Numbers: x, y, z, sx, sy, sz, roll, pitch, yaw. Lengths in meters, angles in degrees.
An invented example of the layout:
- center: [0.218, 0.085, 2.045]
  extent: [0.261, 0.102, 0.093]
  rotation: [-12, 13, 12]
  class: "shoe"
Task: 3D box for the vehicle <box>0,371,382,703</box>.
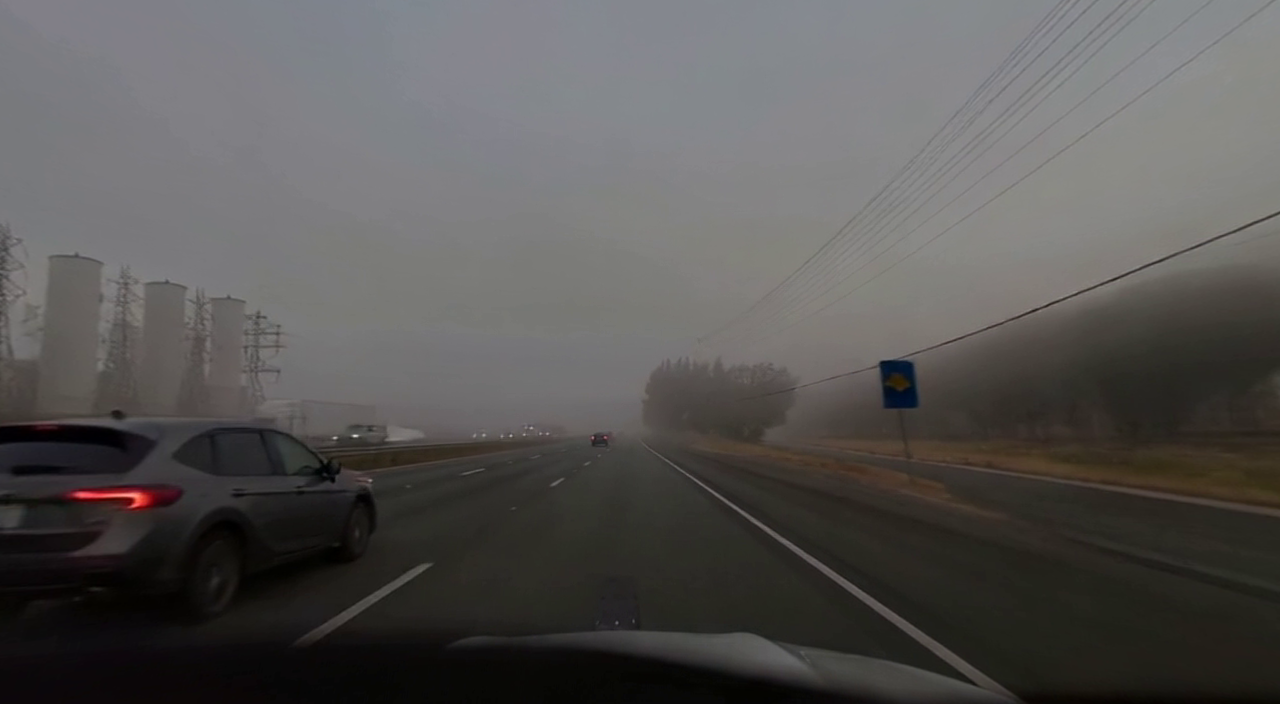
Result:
- center: [-3.977, 1.172, 5.116]
  extent: [2.023, 1.621, 4.174]
  rotation: [0, -8, -1]
  class: "vehicle"
